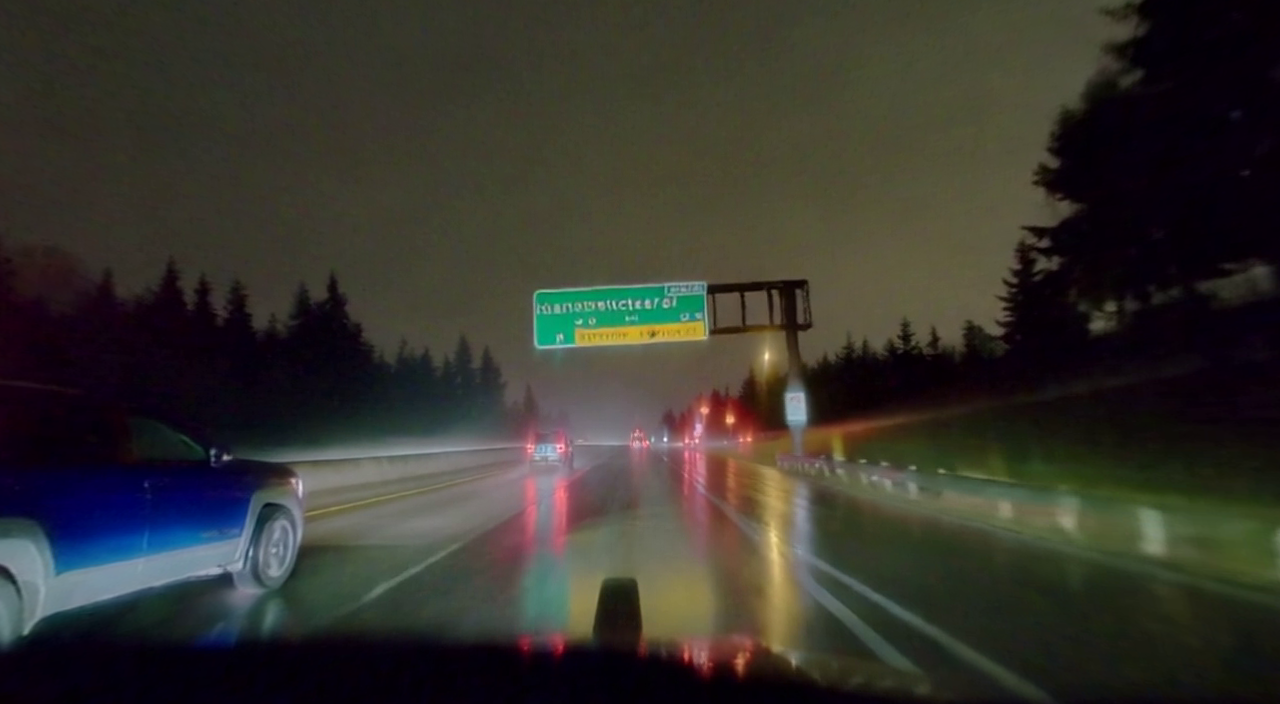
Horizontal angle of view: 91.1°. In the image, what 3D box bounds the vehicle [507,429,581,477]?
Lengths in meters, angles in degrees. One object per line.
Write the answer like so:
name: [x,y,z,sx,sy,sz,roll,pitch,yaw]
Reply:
vehicle: [-3.618,3.883,24.466,2.125,1.662,4.336,-1,-8,1]
